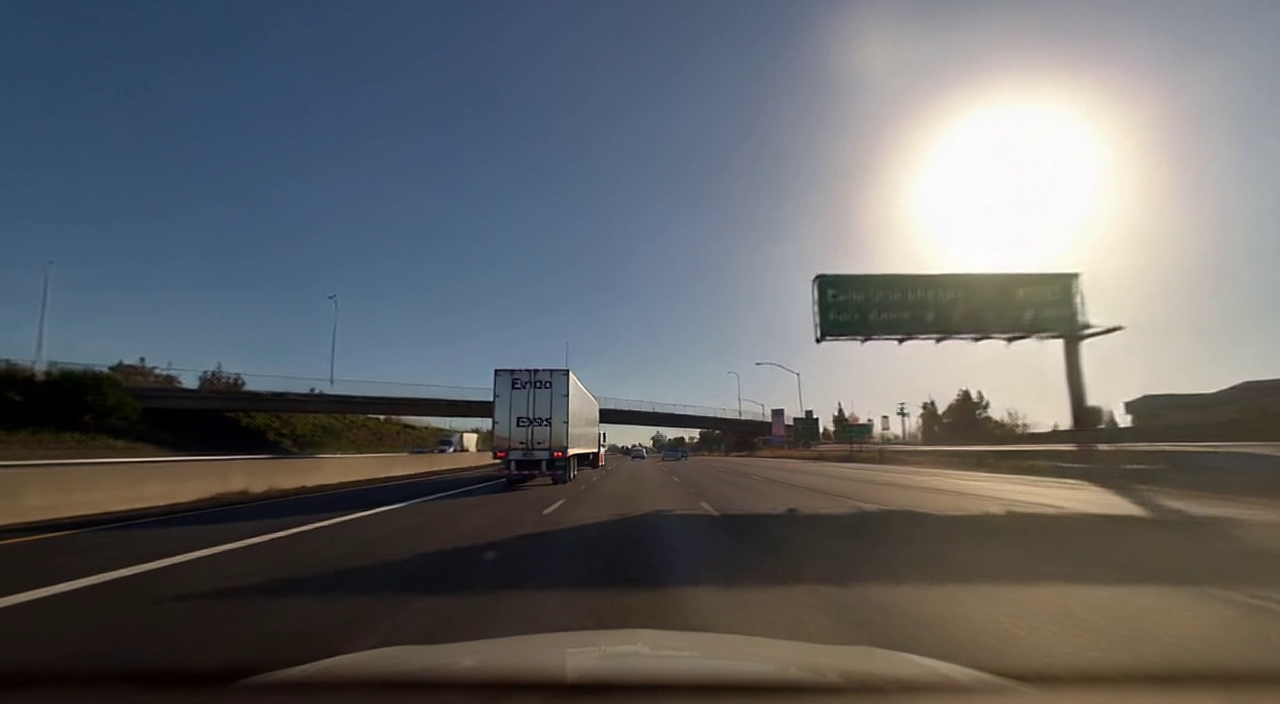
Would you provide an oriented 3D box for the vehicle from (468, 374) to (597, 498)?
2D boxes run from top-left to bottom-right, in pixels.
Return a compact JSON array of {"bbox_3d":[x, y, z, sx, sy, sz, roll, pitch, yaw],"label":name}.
[{"bbox_3d":[-3.278,2.977,21.810,2.922,3.458,8.360,0,-9,0],"label":"vehicle"}]
